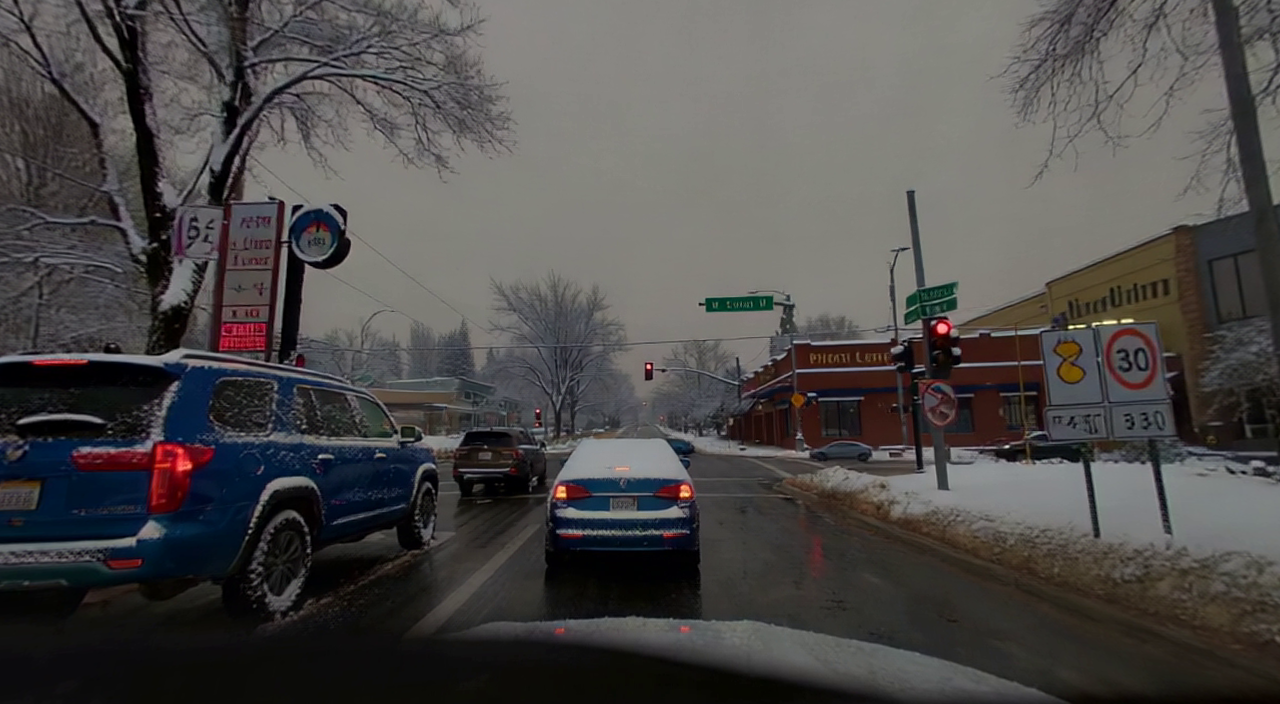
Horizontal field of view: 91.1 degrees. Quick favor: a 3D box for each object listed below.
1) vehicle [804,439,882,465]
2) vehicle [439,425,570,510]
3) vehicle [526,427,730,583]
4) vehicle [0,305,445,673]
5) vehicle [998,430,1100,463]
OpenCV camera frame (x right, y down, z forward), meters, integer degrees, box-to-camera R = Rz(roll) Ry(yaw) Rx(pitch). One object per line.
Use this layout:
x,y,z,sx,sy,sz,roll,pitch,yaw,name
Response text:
11.565,5.748,36.045,3.924,1.447,2.039,-1,-9,8,vehicle
-2.931,2.604,14.604,2.047,1.664,4.148,0,-8,1,vehicle
-0.158,1.790,8.197,1.966,1.481,4.146,0,-8,-1,vehicle
-3.825,1.136,6.206,2.152,2.118,5.066,0,-8,0,vehicle
22.472,5.235,34.679,4.116,1.719,2.069,-2,-9,10,vehicle
